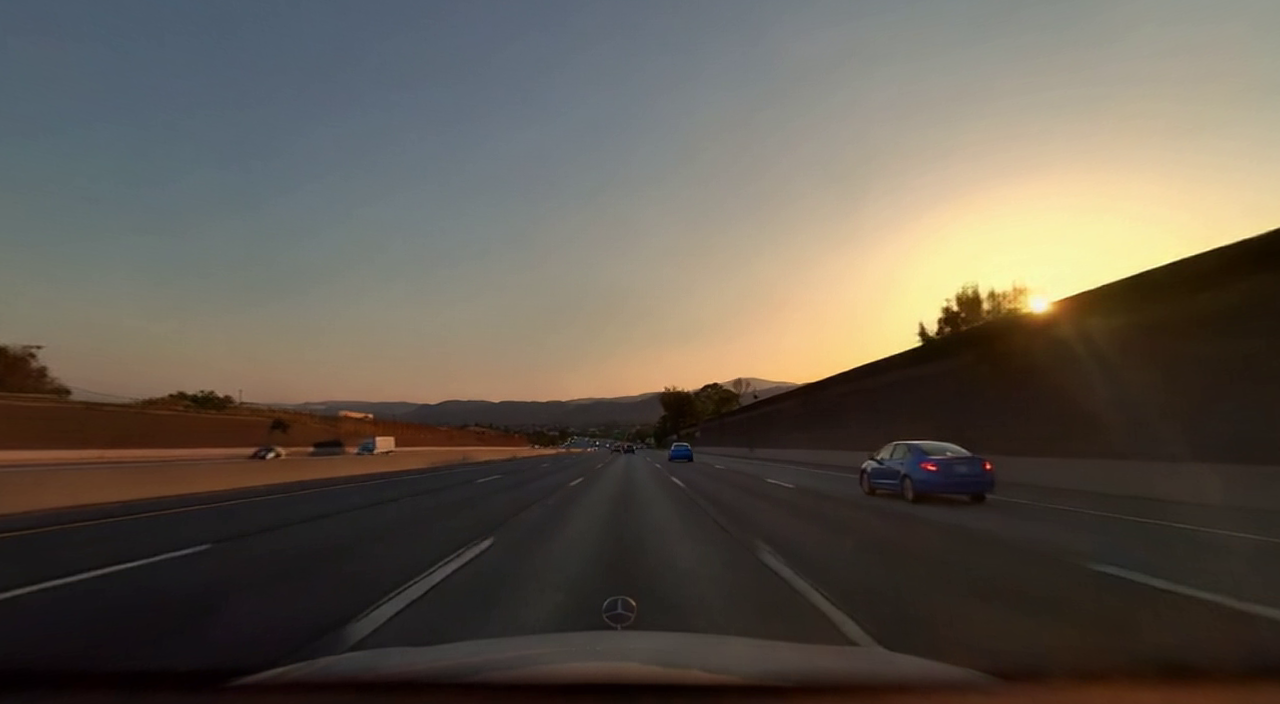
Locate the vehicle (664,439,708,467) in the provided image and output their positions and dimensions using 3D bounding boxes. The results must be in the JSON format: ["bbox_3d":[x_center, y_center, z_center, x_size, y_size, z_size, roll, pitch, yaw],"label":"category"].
[{"bbox_3d":[2.665,5.985,37.629,2.270,1.615,3.770,0,-8,-1],"label":"vehicle"}]

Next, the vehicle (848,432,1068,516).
[{"bbox_3d":[6.670,2.607,14.128,2.227,1.522,5.041,0,-8,-1],"label":"vehicle"}]
